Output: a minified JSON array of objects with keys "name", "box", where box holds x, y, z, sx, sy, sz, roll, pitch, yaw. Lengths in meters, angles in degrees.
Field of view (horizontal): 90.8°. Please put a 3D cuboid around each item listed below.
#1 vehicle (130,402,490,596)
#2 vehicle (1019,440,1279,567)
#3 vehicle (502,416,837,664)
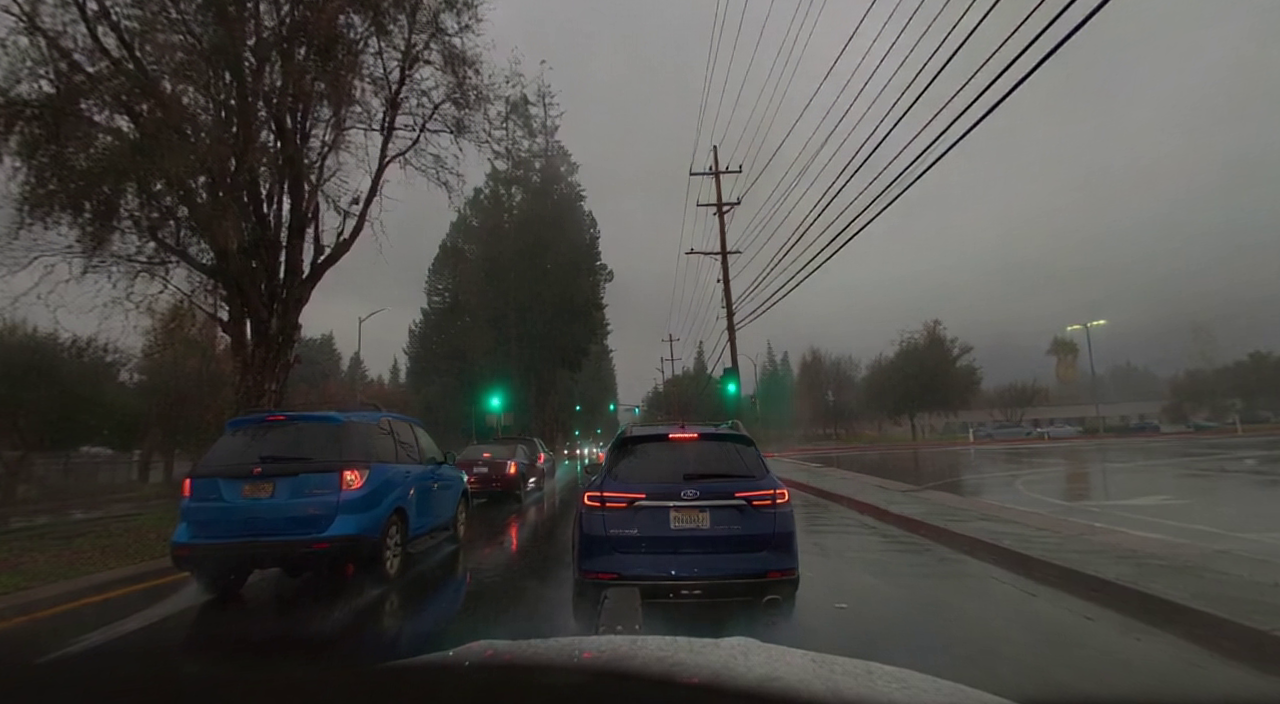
[{"name":"vehicle","box":[-3.473,1.636,7.874,2.105,1.706,4.337,0,-9,0]},{"name":"vehicle","box":[8.388,2.161,9.928,1.993,1.508,4.521,0,-9,-1]},{"name":"vehicle","box":[0.116,1.451,5.952,2.056,1.487,4.003,0,-9,-2]}]
